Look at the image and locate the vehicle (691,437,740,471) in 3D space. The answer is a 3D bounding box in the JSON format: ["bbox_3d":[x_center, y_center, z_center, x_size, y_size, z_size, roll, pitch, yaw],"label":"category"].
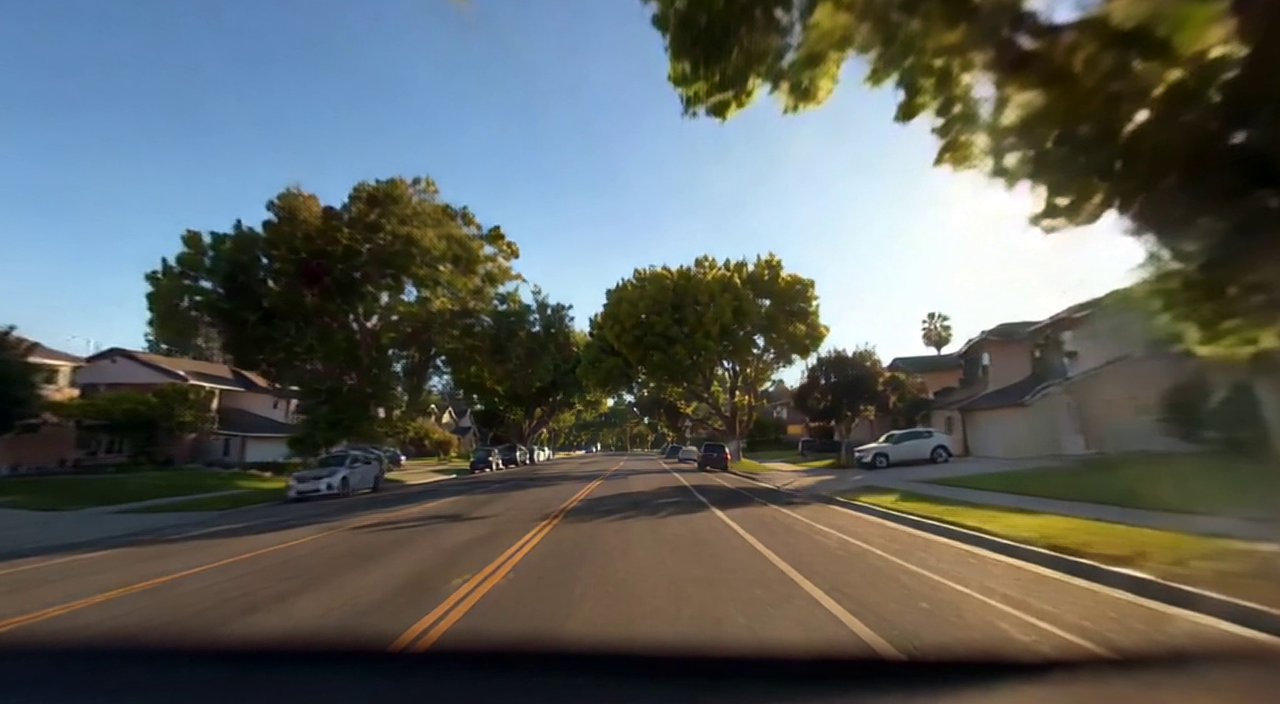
[{"bbox_3d":[4.430,6.115,37.944,2.215,1.886,4.577,1,-8,-2],"label":"vehicle"}]

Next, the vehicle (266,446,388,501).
[{"bbox_3d":[-10.896,4.270,22.447,2.082,1.661,4.403,-2,-10,0],"label":"vehicle"}]

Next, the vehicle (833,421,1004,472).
[{"bbox_3d":[12.463,4.274,28.679,6.619,1.884,2.225,-3,-9,0],"label":"vehicle"}]

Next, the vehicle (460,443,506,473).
[{"bbox_3d":[-10.881,7.428,44.238,2.117,1.865,4.570,-2,-10,-1],"label":"vehicle"}]
